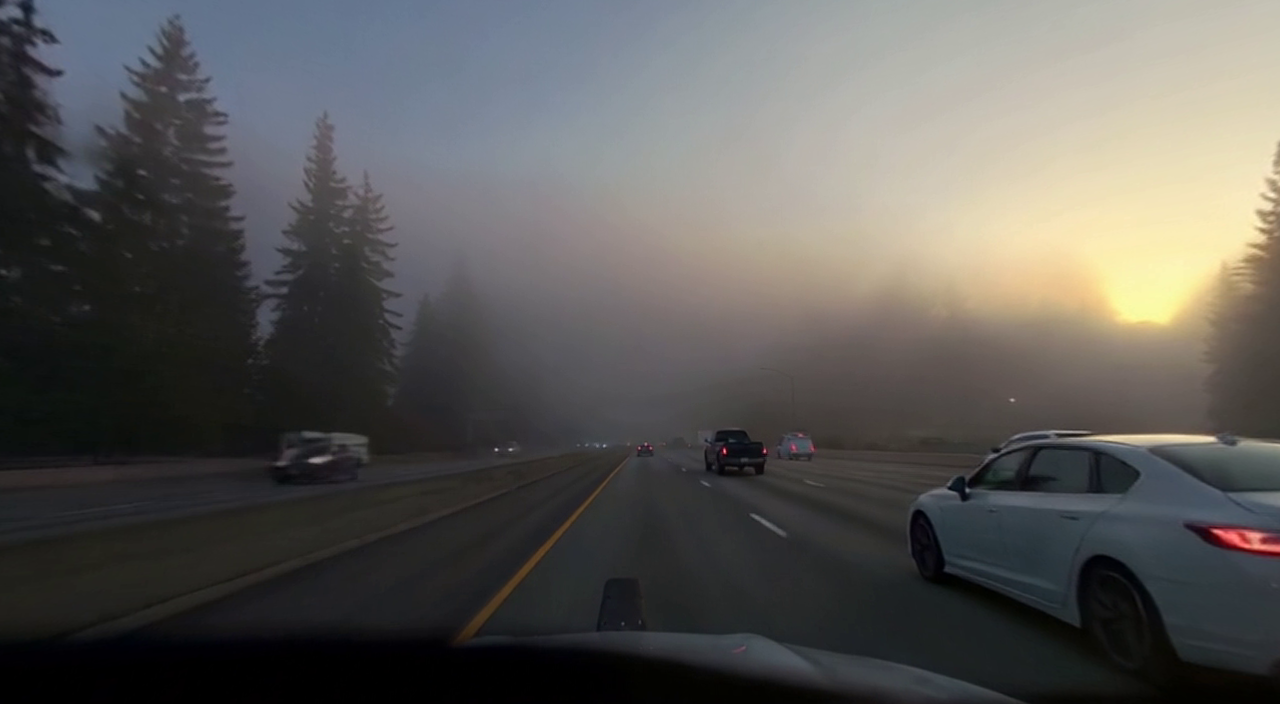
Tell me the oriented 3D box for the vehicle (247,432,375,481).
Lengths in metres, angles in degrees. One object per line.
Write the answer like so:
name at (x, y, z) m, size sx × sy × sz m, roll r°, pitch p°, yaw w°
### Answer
vehicle at (-14.608, 4.686, 28.449) m, size 2.636 × 1.959 × 5.813 m, roll -1°, pitch -8°, yaw 1°

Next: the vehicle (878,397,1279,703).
vehicle at (3.339, 1.114, 3.819) m, size 1.904 × 1.453 × 4.789 m, roll 0°, pitch -8°, yaw 0°

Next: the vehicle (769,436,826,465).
vehicle at (8.754, 5.527, 35.319) m, size 2.002 × 1.500 × 4.715 m, roll 0°, pitch -8°, yaw 0°

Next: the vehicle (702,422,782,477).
vehicle at (3.836, 3.821, 24.774) m, size 2.206 × 1.902 × 5.460 m, roll 0°, pitch -8°, yaw 0°
